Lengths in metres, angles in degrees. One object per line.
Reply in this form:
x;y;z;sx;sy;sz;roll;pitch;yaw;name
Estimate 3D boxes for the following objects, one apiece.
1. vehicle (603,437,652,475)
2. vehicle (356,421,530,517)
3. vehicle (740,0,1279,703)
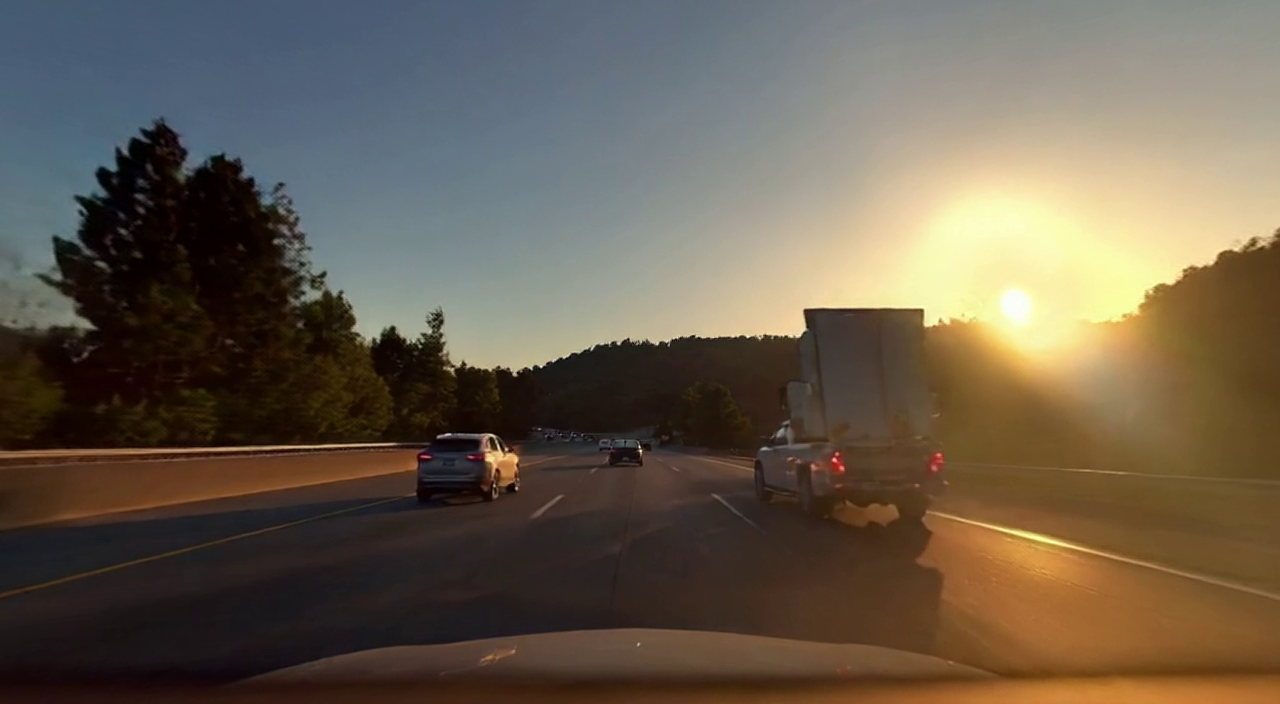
-0.541;4.683;28.588;2.048;1.563;4.087;0;-8;-1;vehicle
-3.955;2.435;13.669;2.264;1.699;4.648;0;-8;0;vehicle
3.860;0.341;7.591;2.946;4.111;14.652;0;-8;0;vehicle
